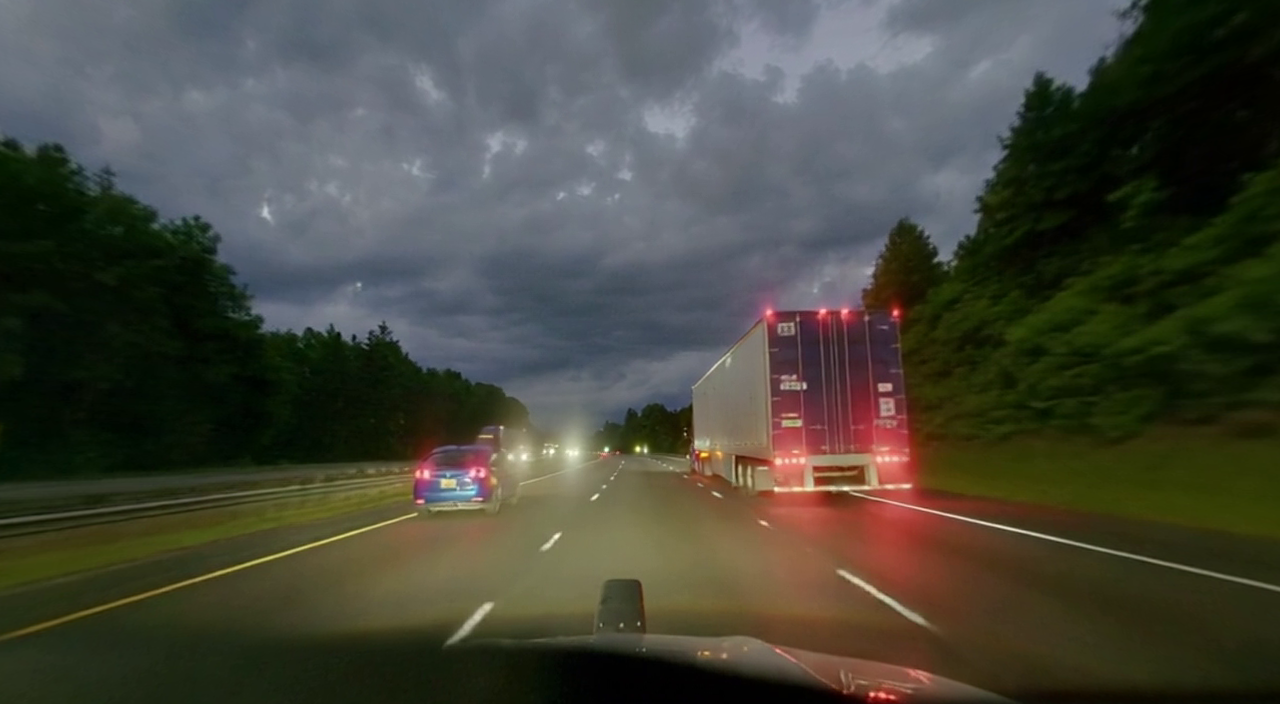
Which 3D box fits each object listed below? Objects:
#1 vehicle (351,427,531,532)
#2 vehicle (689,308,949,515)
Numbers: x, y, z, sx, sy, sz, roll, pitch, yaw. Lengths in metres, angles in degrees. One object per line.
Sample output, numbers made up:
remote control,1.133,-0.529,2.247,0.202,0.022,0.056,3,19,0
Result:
vehicle,-3.579,2.388,12.350,2.115,1.670,4.261,0,-9,0
vehicle,4.262,2.514,21.581,3.532,4.201,17.611,0,-9,-1
